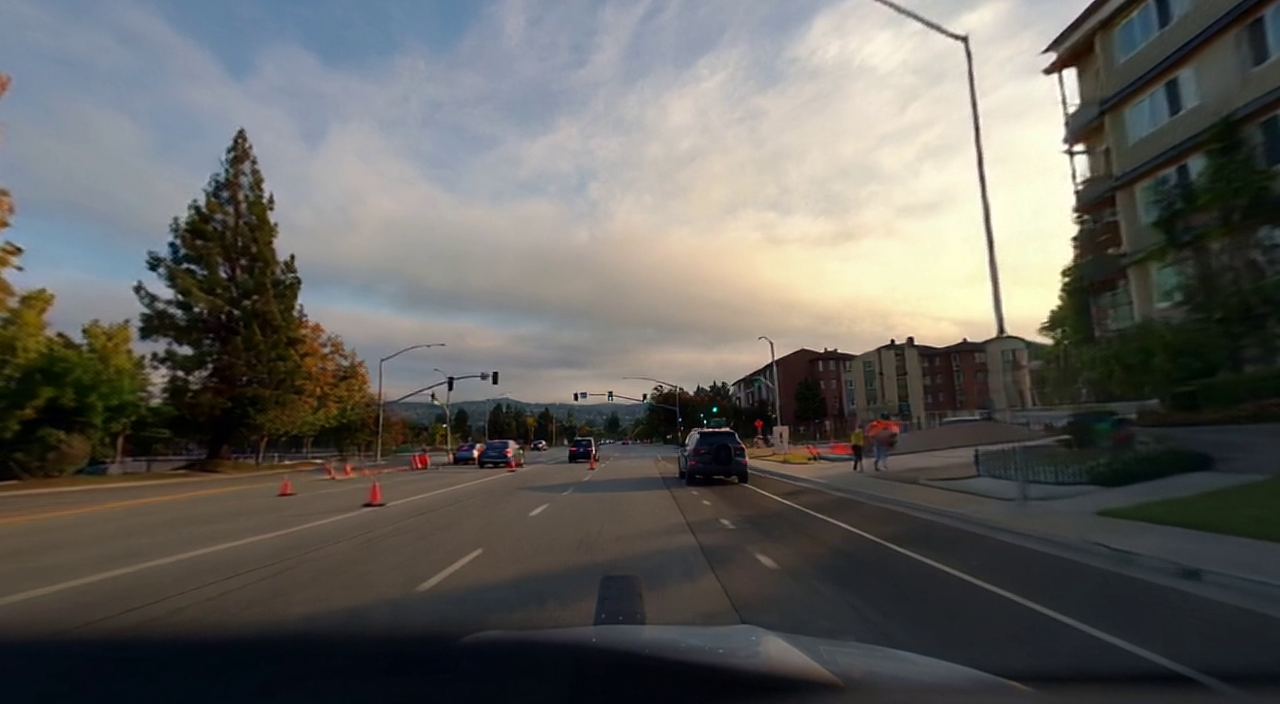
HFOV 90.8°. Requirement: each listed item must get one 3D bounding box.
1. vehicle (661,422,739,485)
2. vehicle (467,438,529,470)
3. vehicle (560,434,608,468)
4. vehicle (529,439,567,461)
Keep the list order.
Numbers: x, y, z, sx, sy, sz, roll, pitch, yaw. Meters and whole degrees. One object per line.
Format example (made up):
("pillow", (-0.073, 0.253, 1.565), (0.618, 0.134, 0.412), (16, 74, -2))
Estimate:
("vehicle", (1.848, 3.324, 20.853), (2.197, 1.835, 4.316), (0, -8, 1))
("vehicle", (-7.038, 5.104, 31.760), (1.928, 1.488, 4.635), (0, -8, 2))
("vehicle", (-2.904, 5.248, 33.609), (2.121, 1.654, 3.993), (0, -8, 1))
("vehicle", (-6.511, 6.970, 45.142), (1.993, 1.492, 3.666), (0, -8, 2))
